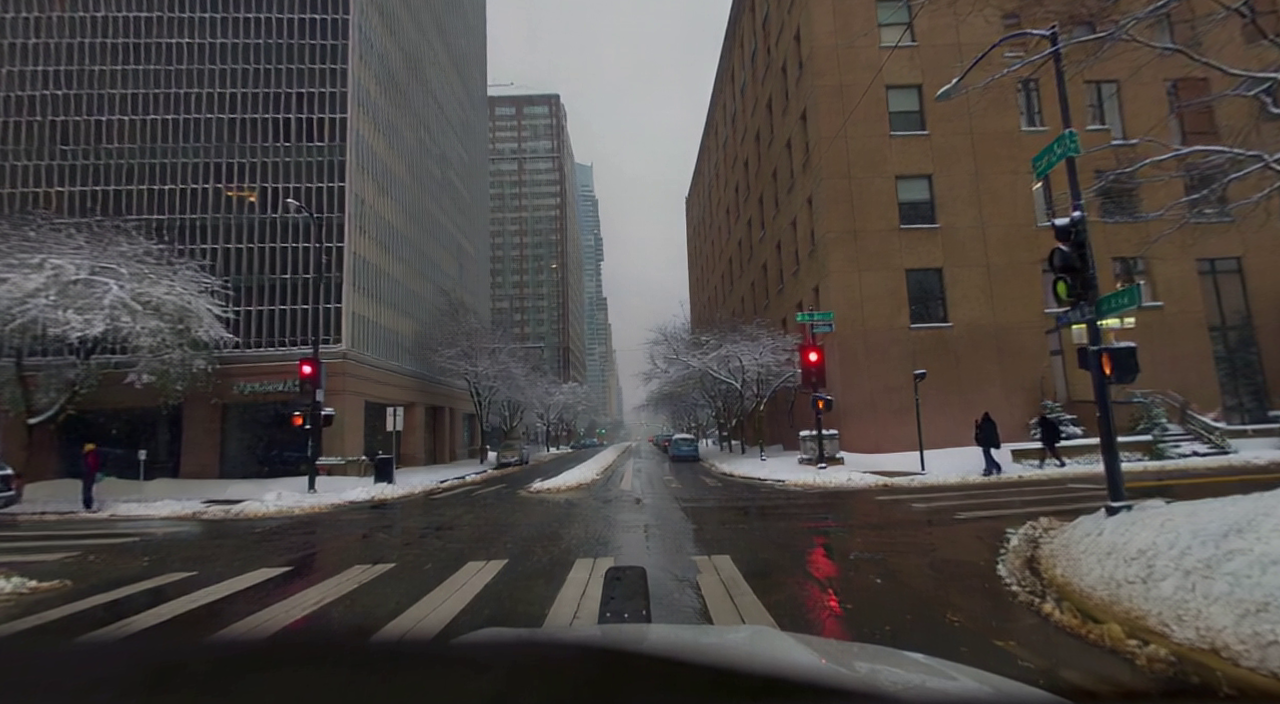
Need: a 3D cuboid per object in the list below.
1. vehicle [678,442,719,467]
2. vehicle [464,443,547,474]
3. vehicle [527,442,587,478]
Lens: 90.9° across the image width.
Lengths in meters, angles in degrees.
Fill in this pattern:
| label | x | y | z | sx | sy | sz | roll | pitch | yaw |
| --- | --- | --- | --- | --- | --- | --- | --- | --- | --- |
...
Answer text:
| label | x | y | z | sx | sy | sz | roll | pitch | yaw |
| --- | --- | --- | --- | --- | --- | --- | --- | --- | --- |
| vehicle | 3.543 | 6.279 | 38.855 | 1.853 | 1.426 | 4.160 | 1 | -8 | -3 |
| vehicle | -8.029 | 6.375 | 38.005 | 4.526 | 1.726 | 1.963 | 8 | -12 | -44 |
| vehicle | -3.662 | 4.819 | 28.494 | 1.989 | 1.481 | 4.500 | 0 | -8 | 1 |
